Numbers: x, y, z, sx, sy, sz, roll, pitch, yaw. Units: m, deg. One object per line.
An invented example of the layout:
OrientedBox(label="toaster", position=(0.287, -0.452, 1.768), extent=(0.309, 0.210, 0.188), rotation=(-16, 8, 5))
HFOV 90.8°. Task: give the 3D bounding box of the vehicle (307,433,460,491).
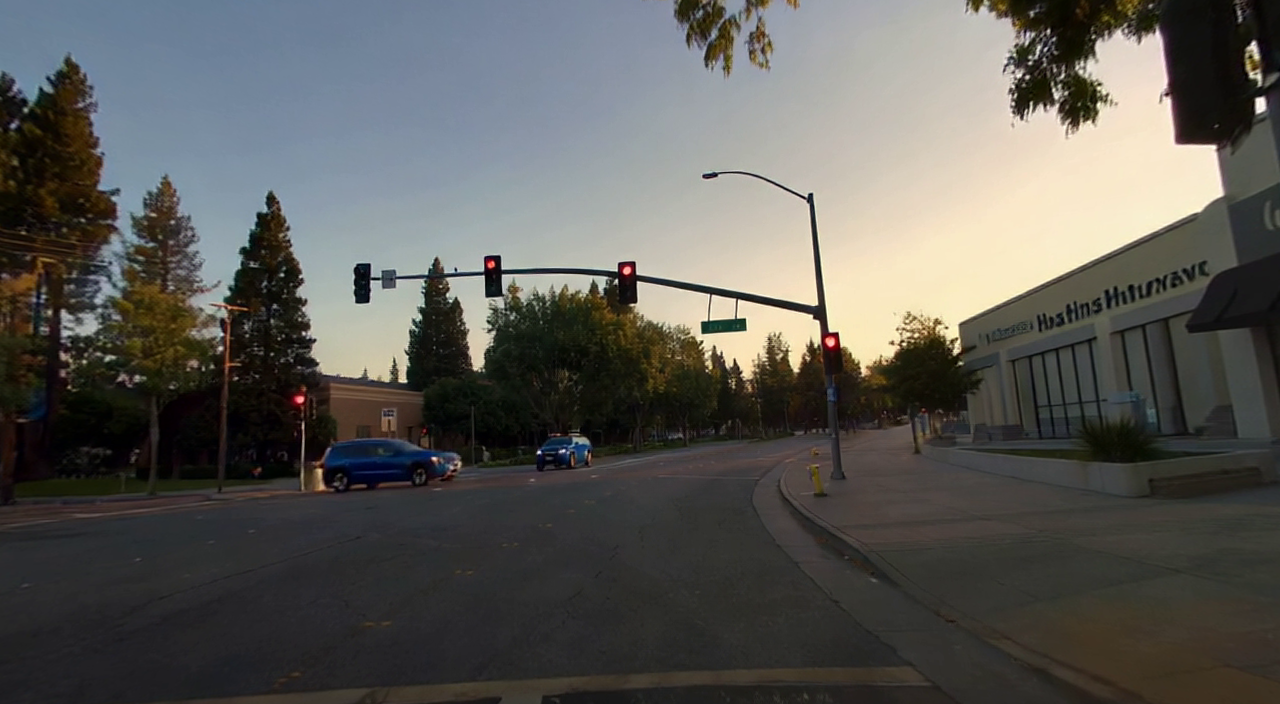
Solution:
OrientedBox(label="vehicle", position=(-8.865, 3.841, 22.317), extent=(4.715, 1.745, 2.026), rotation=(0, -9, -14))

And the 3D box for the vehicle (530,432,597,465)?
OrientedBox(label="vehicle", position=(-4.452, 5.752, 37.727), extent=(2.244, 1.792, 4.648), rotation=(-3, -9, 17))
